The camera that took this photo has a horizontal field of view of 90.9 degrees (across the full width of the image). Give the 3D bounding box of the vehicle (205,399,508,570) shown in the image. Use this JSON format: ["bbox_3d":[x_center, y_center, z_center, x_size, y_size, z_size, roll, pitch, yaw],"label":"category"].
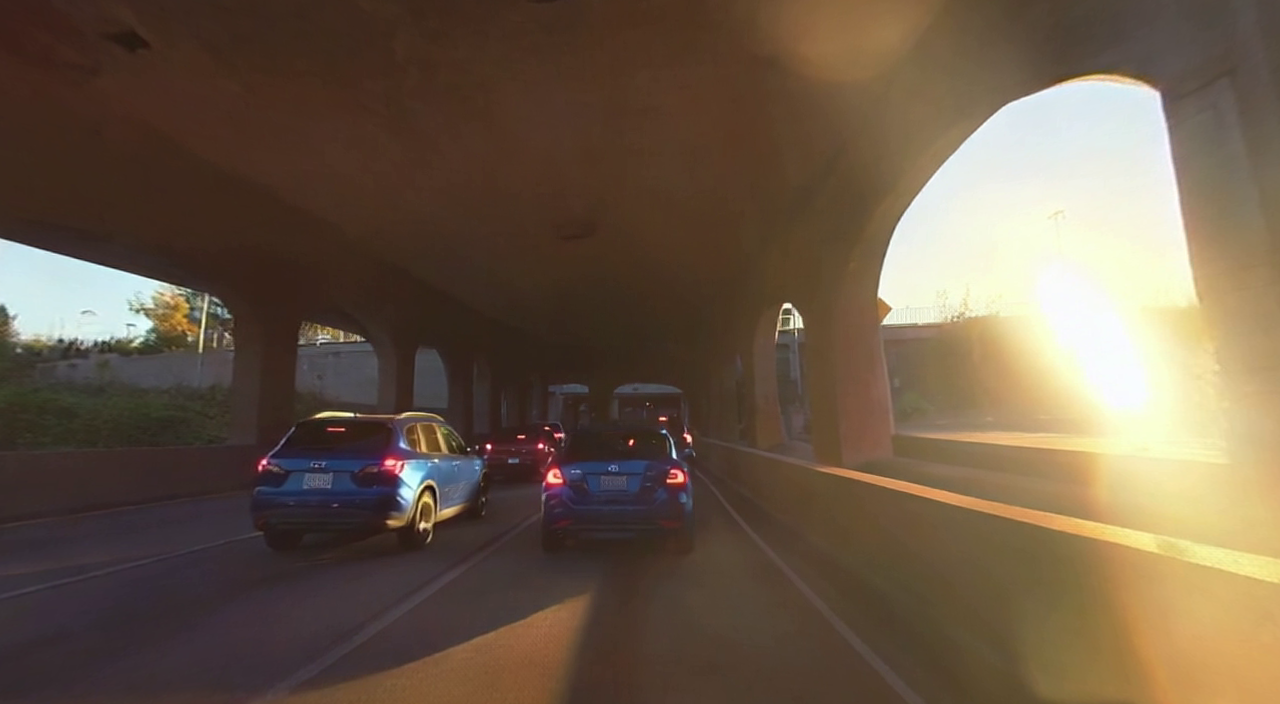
[{"bbox_3d":[-3.430,1.714,8.883,2.017,1.761,4.572,-1,-8,2],"label":"vehicle"}]

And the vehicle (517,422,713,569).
[{"bbox_3d":[-0.169,1.780,8.575,2.020,1.478,4.092,-1,-8,3],"label":"vehicle"}]
